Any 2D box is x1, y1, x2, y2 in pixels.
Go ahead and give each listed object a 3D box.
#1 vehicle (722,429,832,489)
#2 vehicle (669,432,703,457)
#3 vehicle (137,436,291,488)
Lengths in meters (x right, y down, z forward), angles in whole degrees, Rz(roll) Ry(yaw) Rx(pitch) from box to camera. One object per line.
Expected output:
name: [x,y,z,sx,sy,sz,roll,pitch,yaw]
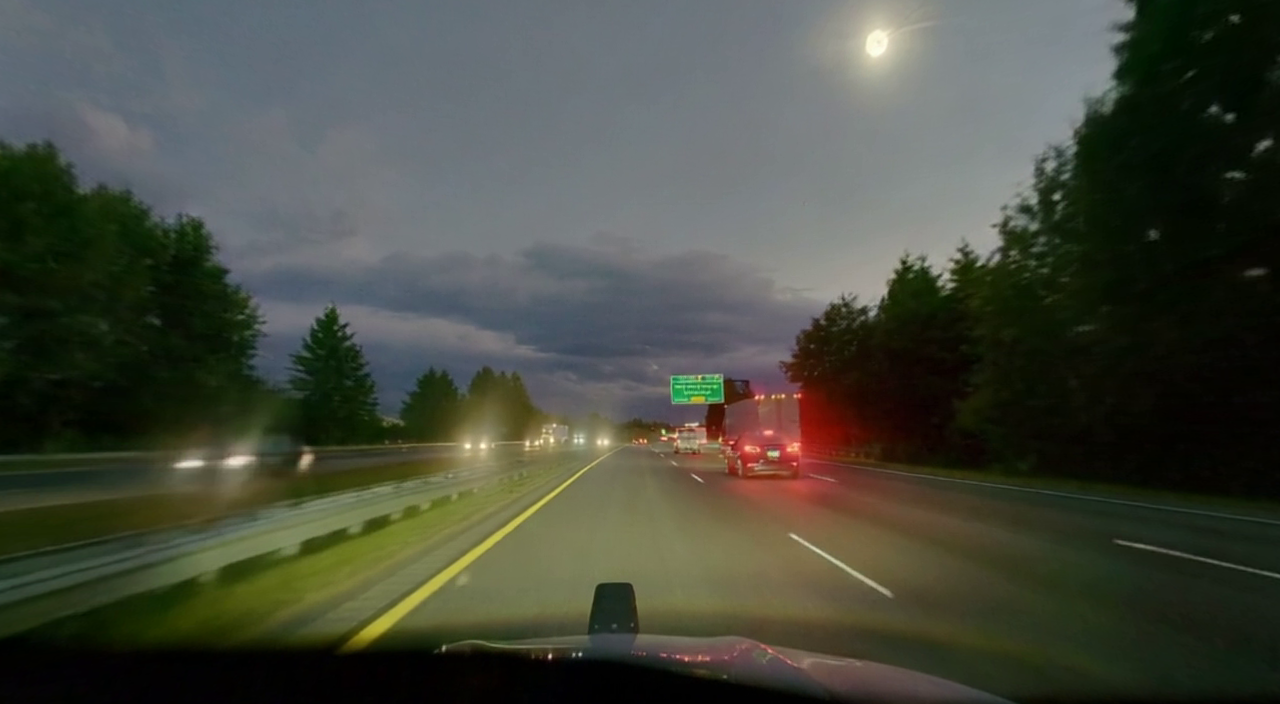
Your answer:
vehicle: [3.766,3.013,18.203,1.986,1.501,4.529,0,-8,-2]
vehicle: [3.306,6.727,46.079,2.011,1.672,4.415,0,-8,-2]
vehicle: [-13.116,3.369,19.806,1.755,1.420,4.471,0,-8,0]
